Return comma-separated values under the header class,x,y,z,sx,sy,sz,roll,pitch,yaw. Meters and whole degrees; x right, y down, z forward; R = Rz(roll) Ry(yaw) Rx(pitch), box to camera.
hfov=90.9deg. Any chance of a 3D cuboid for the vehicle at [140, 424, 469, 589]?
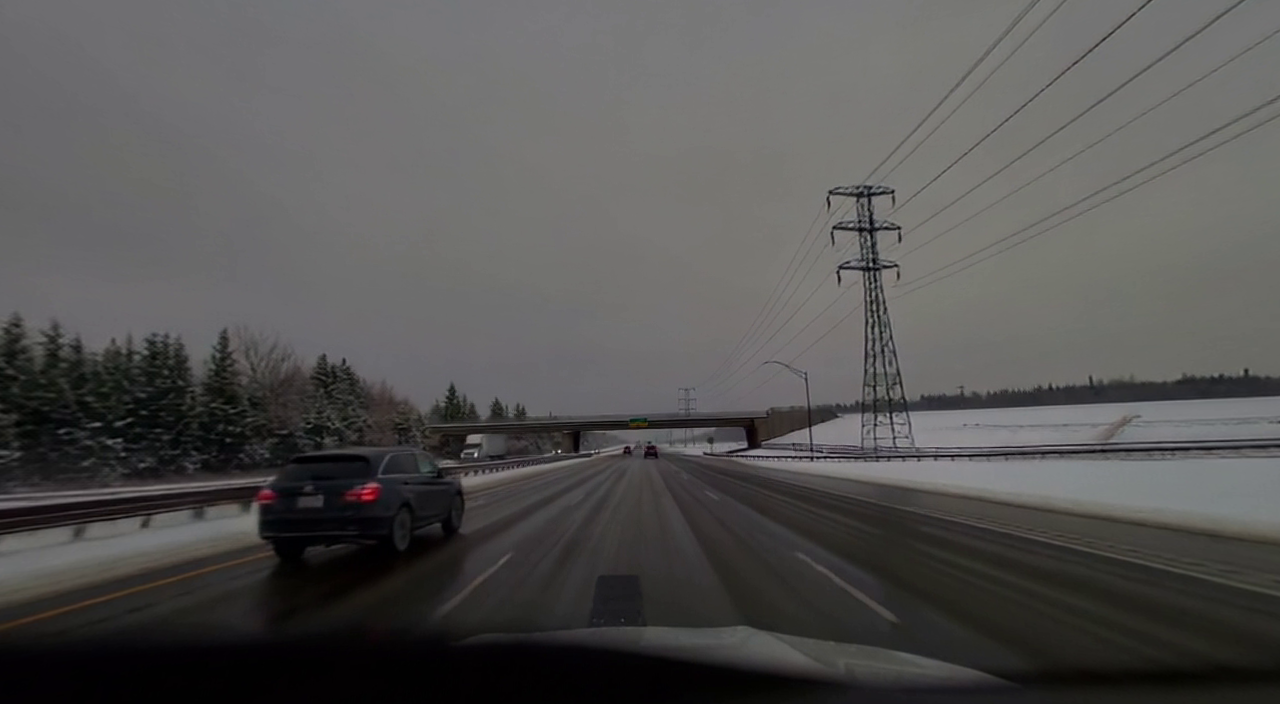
class,x,y,z,sx,sy,sz,roll,pitch,yaw
vehicle,-3.787,1.807,8.161,1.924,1.550,4.165,0,-9,0
